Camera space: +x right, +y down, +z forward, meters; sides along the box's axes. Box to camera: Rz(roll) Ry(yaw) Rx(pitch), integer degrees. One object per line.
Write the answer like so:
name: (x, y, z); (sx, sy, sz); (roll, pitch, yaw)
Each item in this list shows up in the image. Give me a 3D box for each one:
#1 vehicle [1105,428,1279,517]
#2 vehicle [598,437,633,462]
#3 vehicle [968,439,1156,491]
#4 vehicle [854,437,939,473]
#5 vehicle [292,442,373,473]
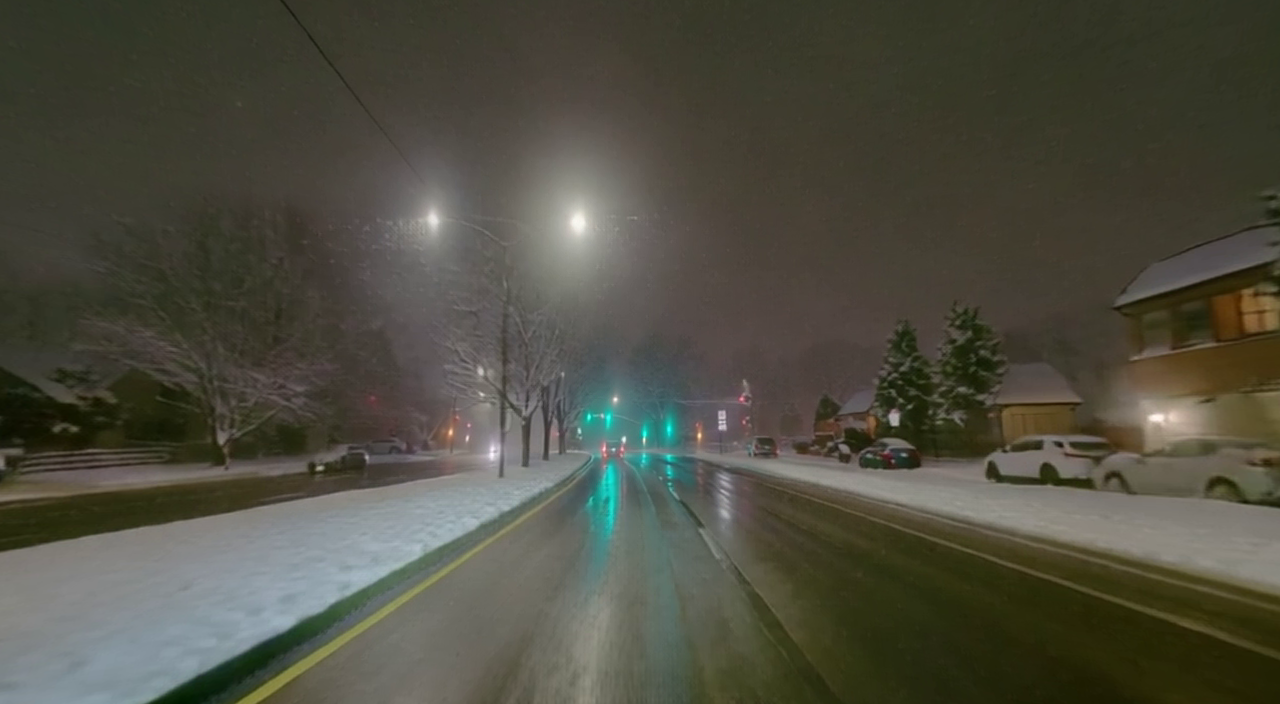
vehicle: (11.812, 2.294, 12.386); (1.791, 1.503, 4.560); (0, -8, -1)
vehicle: (-1.595, 6.148, 39.769); (2.113, 1.462, 4.203); (0, -8, -4)
vehicle: (11.533, 3.099, 17.762); (2.015, 1.231, 4.748); (0, -8, -1)
vehicle: (11.466, 4.618, 28.542); (1.839, 1.445, 4.484); (0, -8, -2)
vehicle: (-15.572, 5.346, 32.236); (2.070, 1.469, 4.524); (0, -8, -3)
